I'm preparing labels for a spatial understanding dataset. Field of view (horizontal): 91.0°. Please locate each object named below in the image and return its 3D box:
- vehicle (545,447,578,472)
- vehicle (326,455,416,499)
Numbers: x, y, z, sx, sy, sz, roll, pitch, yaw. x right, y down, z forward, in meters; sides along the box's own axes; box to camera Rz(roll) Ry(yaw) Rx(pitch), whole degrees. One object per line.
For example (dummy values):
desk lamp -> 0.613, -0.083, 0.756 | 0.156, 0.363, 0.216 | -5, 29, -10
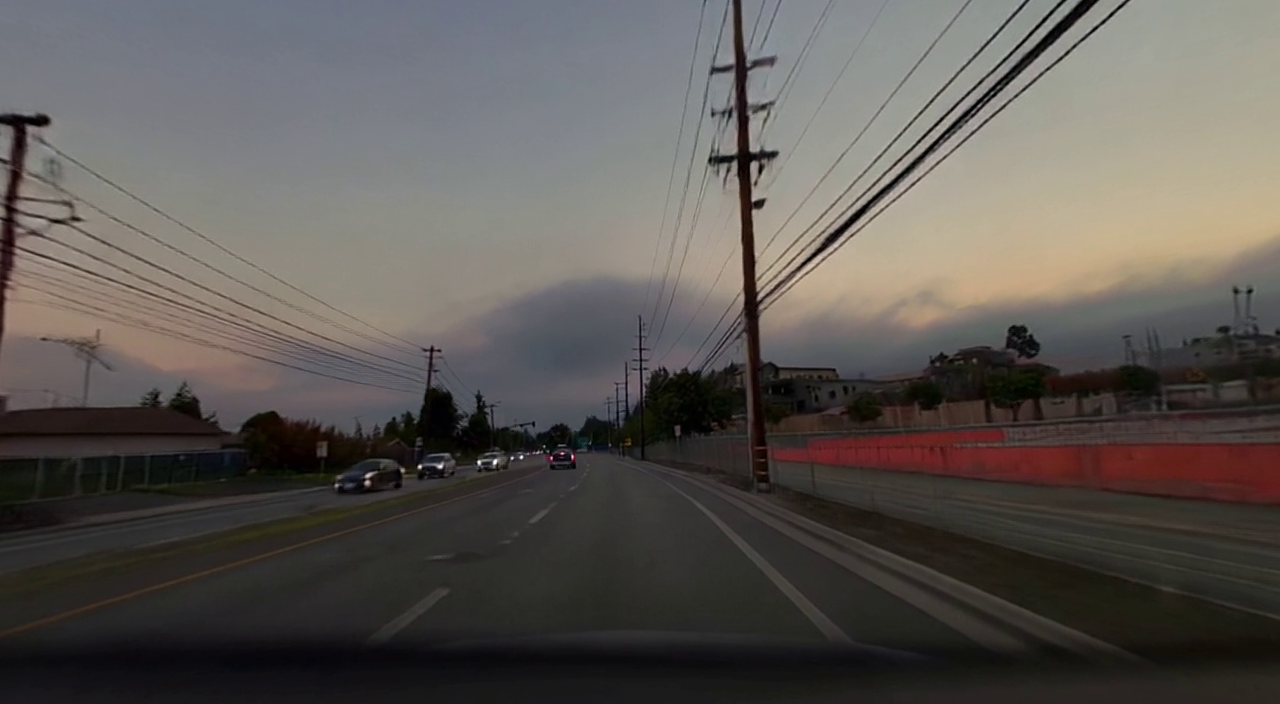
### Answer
vehicle -> -5.139, 7.084, 41.764 | 1.992, 1.515, 4.289 | 0, -9, -4
vehicle -> -10.770, 5.001, 25.596 | 1.911, 1.508, 4.448 | 0, -9, -3
